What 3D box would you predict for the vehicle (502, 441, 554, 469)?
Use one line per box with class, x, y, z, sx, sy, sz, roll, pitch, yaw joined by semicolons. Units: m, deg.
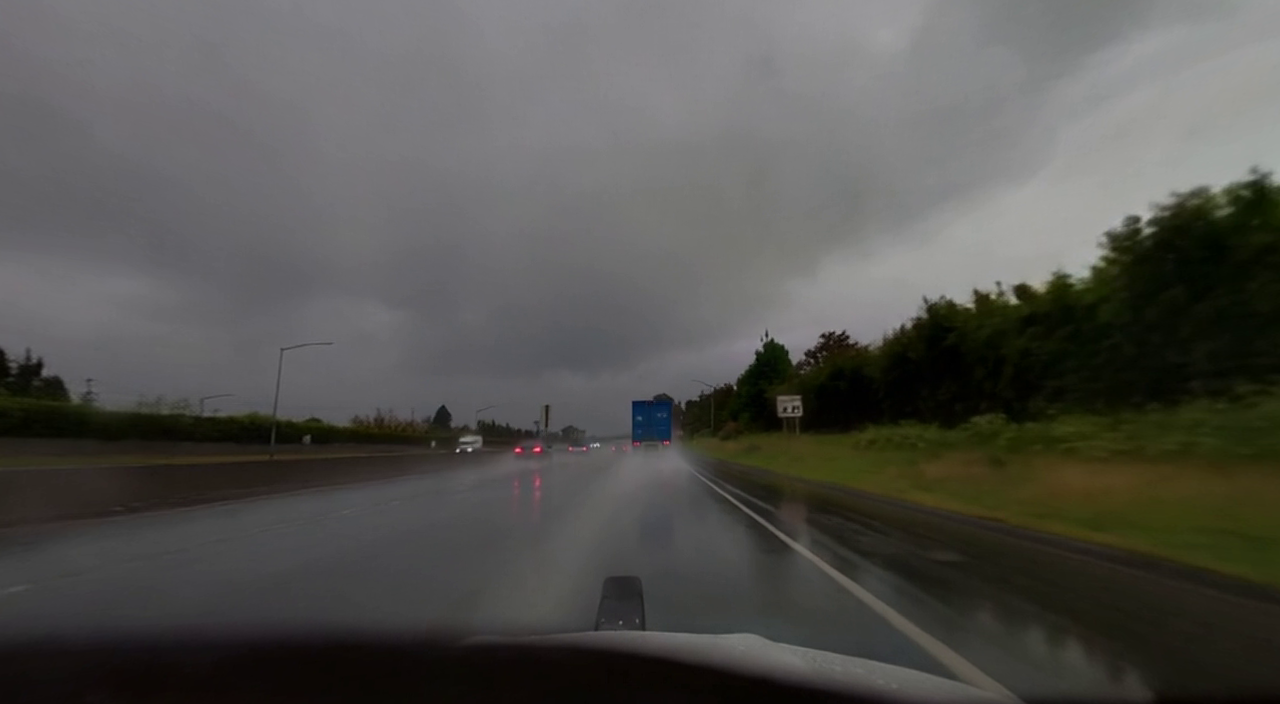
vehicle;-6.343;5.889;36.268;2.017;1.517;4.766;0;-8;1
